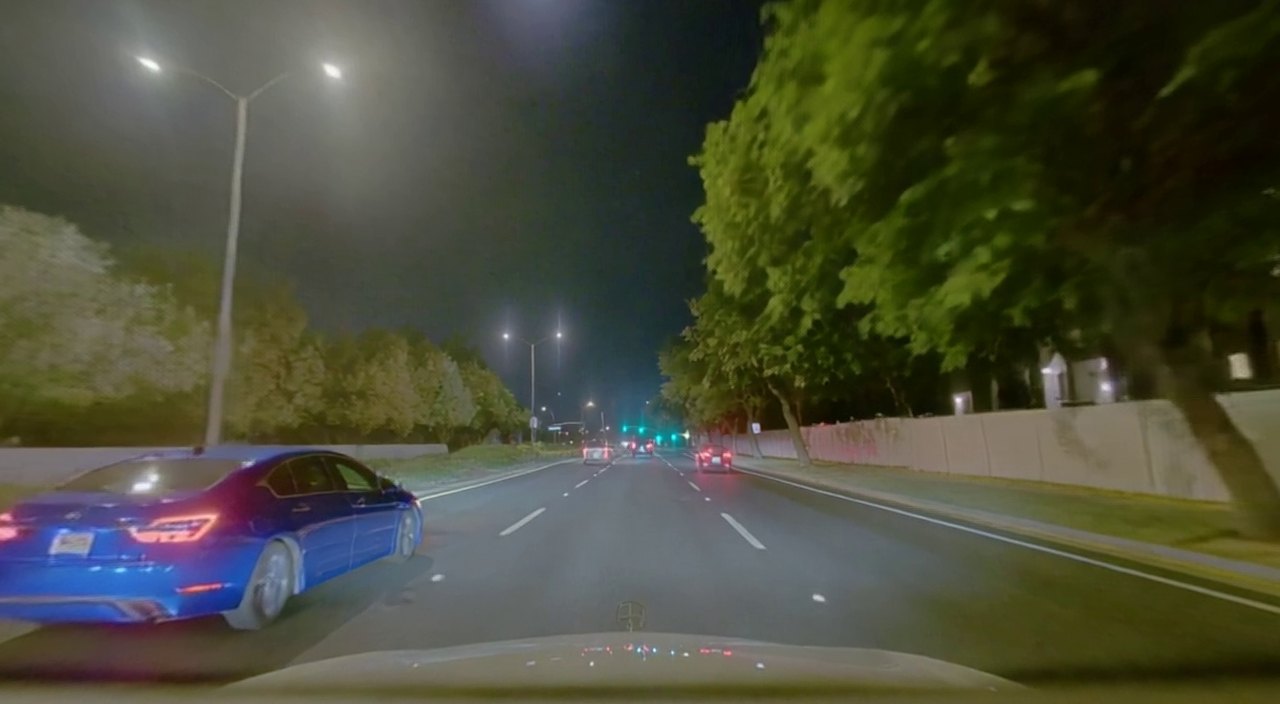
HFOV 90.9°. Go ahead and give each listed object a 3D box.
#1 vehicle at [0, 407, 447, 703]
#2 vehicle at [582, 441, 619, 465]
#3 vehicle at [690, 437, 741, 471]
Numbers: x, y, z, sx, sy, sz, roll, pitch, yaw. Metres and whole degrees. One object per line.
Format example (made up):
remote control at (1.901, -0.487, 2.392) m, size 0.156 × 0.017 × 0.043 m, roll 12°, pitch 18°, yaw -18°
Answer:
vehicle at (-3.543, 1.376, 5.416) m, size 2.091 × 1.503 × 4.989 m, roll 0°, pitch -8°, yaw 1°
vehicle at (-2.548, 6.685, 41.758) m, size 1.940 × 1.473 × 4.133 m, roll -1°, pitch -8°, yaw 3°
vehicle at (3.926, 5.389, 33.497) m, size 2.182 × 1.688 × 4.187 m, roll 0°, pitch -8°, yaw 0°
